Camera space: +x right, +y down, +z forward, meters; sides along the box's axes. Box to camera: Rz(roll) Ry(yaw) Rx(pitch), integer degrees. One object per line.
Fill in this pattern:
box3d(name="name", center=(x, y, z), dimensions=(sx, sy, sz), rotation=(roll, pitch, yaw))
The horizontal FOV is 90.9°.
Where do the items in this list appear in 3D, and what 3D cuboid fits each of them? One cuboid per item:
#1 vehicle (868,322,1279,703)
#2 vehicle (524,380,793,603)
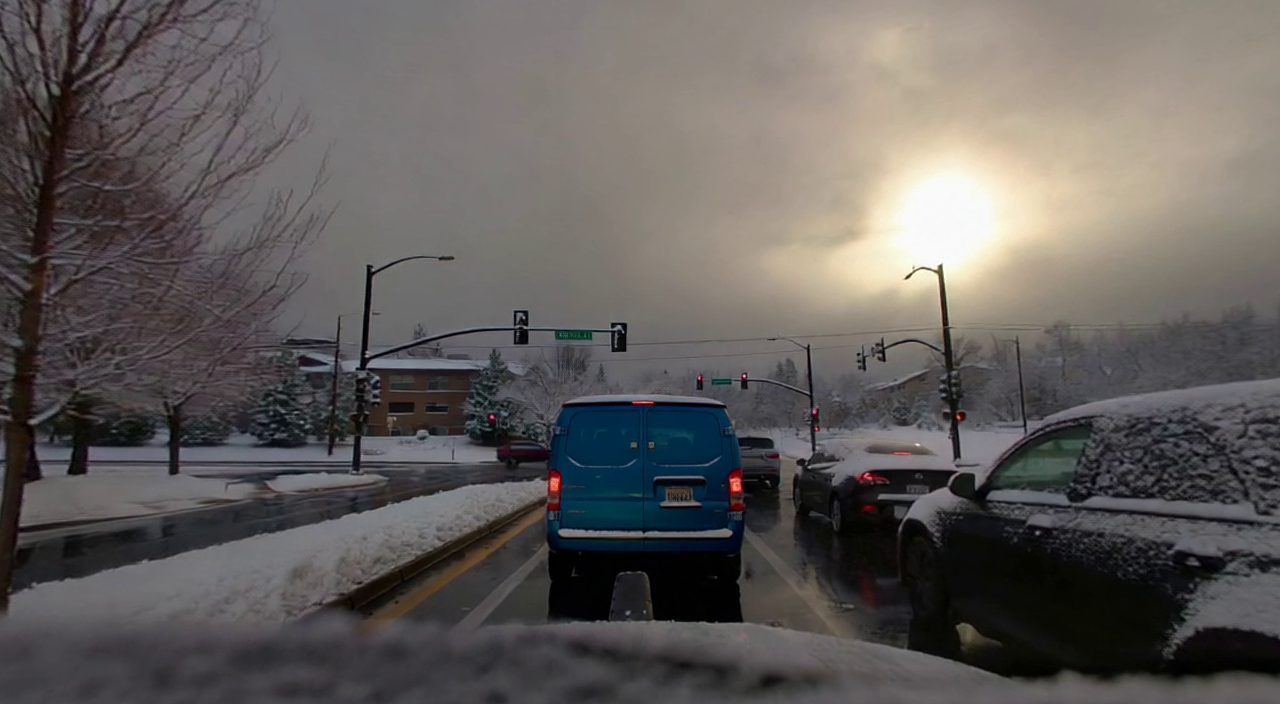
box3d(name="vehicle", center=(2.899, 0.946, 3.175), dimensions=(1.971, 1.663, 4.287), rotation=(0, -8, 2))
box3d(name="vehicle", center=(0.168, 1.465, 7.432), dimensions=(2.185, 1.822, 4.391), rotation=(0, -8, 1))
